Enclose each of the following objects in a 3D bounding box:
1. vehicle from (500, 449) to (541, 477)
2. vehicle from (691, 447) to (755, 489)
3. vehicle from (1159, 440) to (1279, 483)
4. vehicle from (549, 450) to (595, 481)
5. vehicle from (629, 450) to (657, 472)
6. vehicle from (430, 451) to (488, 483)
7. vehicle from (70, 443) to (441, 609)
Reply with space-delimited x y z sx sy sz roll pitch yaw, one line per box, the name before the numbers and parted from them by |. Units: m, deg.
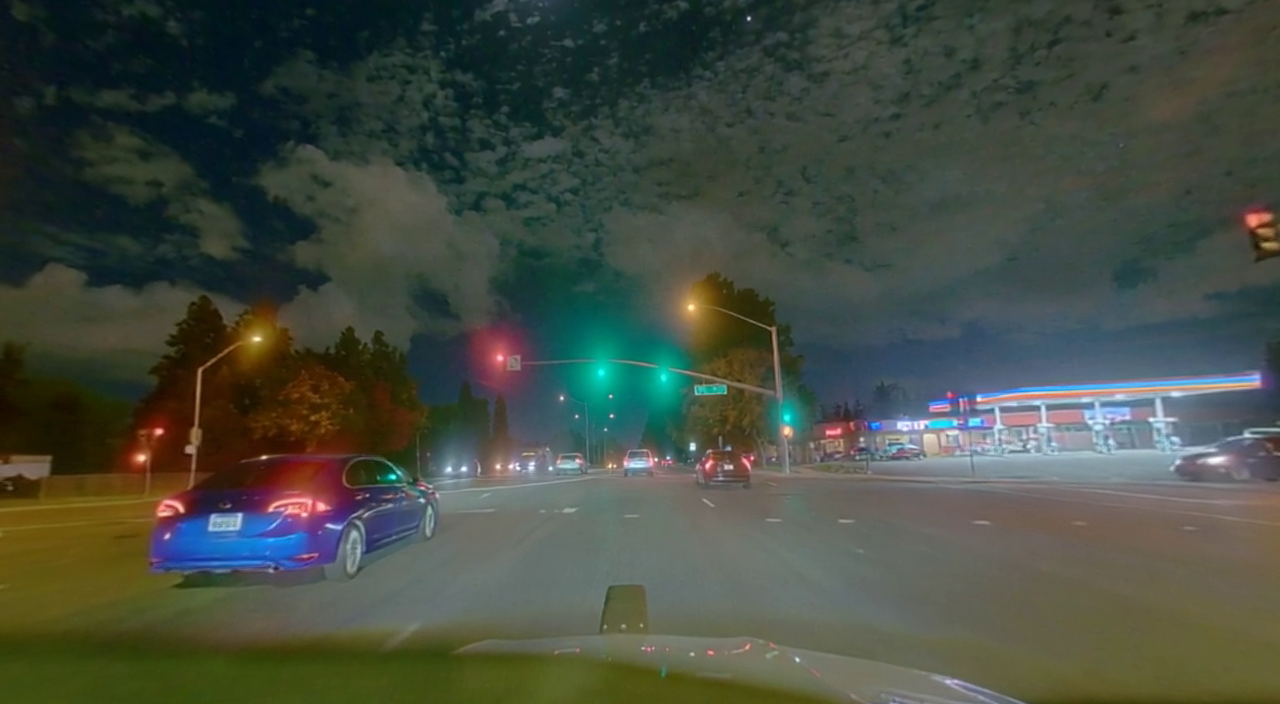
vehicle | -8.323 7.758 44.305 1.922 1.660 4.332 -3 -8 1
vehicle | 3.089 4.410 24.296 1.883 1.465 3.975 0 -8 -1
vehicle | 21.324 3.803 22.117 4.573 1.419 1.840 0 -8 -1
vehicle | -3.439 5.837 32.619 1.841 1.474 4.038 0 -8 2
vehicle | 0.157 7.906 45.803 1.934 1.470 3.988 0 -8 -1
vehicle | -11.455 7.264 40.158 2.130 1.672 4.549 -4 -8 3
vehicle | -4.142 1.884 7.893 1.803 1.463 4.422 0 -8 1
